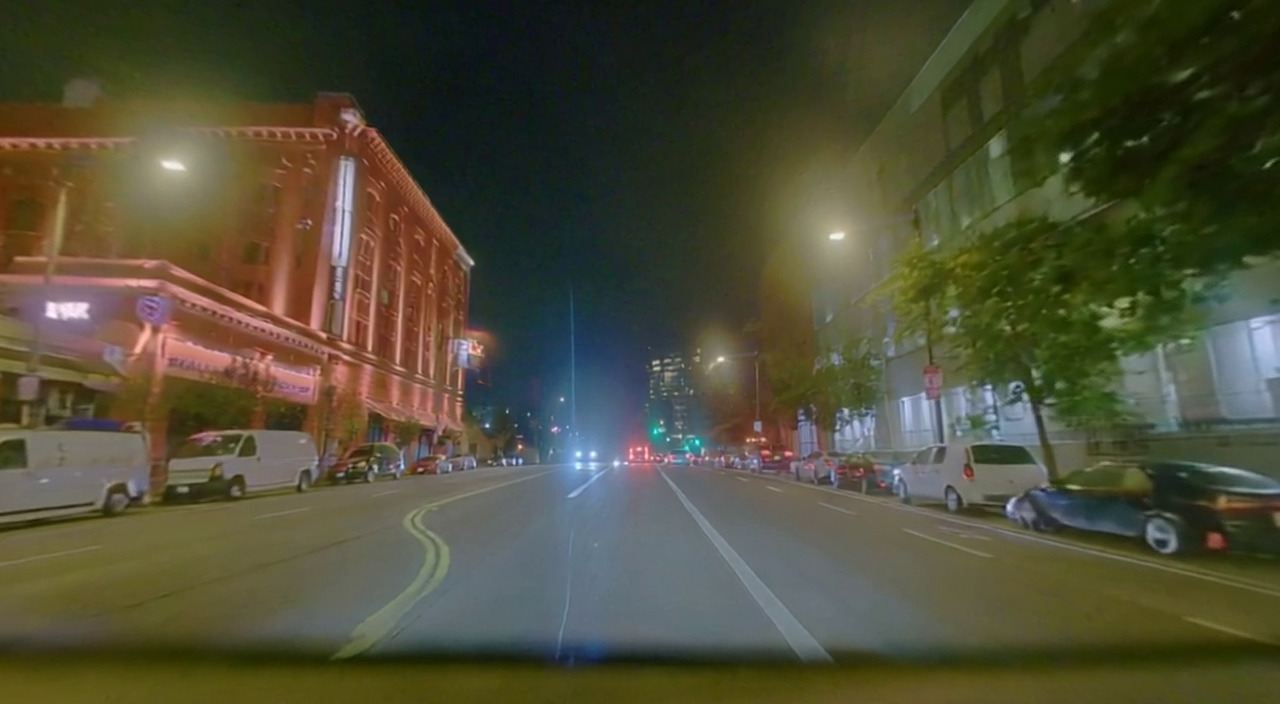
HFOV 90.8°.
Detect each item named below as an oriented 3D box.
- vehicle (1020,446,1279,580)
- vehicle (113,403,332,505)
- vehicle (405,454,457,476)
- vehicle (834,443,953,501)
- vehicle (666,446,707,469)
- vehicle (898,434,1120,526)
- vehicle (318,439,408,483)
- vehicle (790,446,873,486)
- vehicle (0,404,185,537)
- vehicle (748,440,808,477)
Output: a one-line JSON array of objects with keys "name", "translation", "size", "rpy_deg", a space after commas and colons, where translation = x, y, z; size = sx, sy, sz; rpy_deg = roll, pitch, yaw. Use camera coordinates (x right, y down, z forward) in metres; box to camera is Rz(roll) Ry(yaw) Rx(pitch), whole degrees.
[{"name": "vehicle", "translation": [7.982, 2.149, 9.299], "size": [1.817, 1.467, 4.644], "rpy_deg": [-1, -9, -1]}, {"name": "vehicle", "translation": [-14.567, 3.651, 22.950], "size": [3.047, 3.098, 6.783], "rpy_deg": [0, -9, 2]}, {"name": "vehicle", "translation": [-14.885, 8.032, 45.189], "size": [1.953, 1.456, 4.690], "rpy_deg": [0, -9, 2]}, {"name": "vehicle", "translation": [7.920, 3.780, 20.192], "size": [2.054, 1.628, 3.841], "rpy_deg": [0, -9, -2]}, {"name": "vehicle", "translation": [3.066, 7.072, 42.576], "size": [2.238, 1.499, 4.964], "rpy_deg": [0, -9, -2]}, {"name": "vehicle", "translation": [7.985, 2.806, 14.365], "size": [2.174, 1.697, 4.520], "rpy_deg": [0, -9, -2]}, {"name": "vehicle", "translation": [-14.303, 5.791, 33.039], "size": [2.330, 2.013, 5.310], "rpy_deg": [0, -12, -1]}, {"name": "vehicle", "translation": [7.869, 4.721, 26.477], "size": [2.018, 1.489, 4.620], "rpy_deg": [-1, -9, 0]}, {"name": "vehicle", "translation": [-14.805, 2.738, 14.875], "size": [2.719, 2.775, 6.724], "rpy_deg": [0, -9, 4]}, {"name": "vehicle", "translation": [7.985, 6.229, 37.170], "size": [2.305, 1.984, 5.002], "rpy_deg": [-1, -9, -1]}]
